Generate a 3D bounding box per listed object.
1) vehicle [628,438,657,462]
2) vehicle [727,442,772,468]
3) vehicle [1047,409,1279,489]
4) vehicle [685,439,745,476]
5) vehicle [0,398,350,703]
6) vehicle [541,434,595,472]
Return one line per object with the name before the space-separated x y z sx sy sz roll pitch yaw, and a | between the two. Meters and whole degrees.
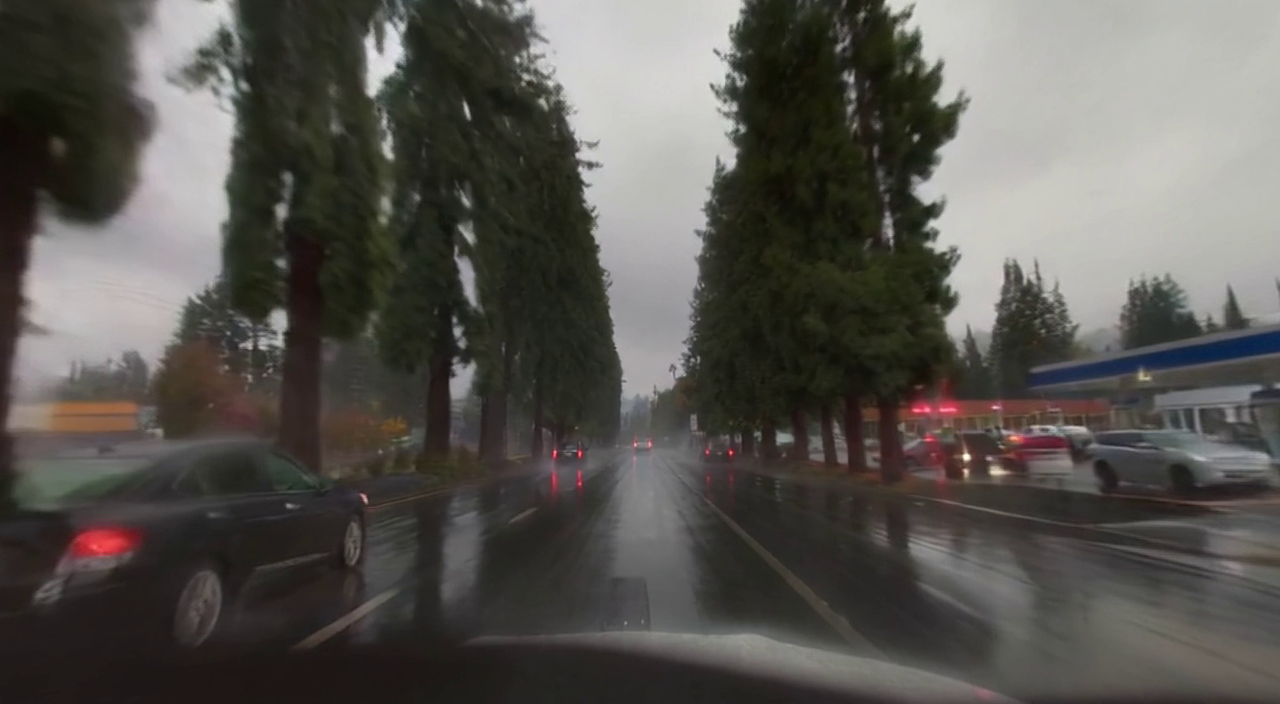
vehicle | 0.175 6.922 44.469 1.922 1.579 3.642 0 -9 1
vehicle | 6.468 6.137 37.798 1.856 1.421 4.357 0 -9 -1
vehicle | 13.906 2.554 16.727 2.097 1.779 4.720 4 -9 -23
vehicle | 3.216 4.632 27.849 2.010 1.486 4.498 0 -9 -1
vehicle | -4.119 1.143 4.047 1.988 1.530 5.155 0 -9 1
vehicle | -3.532 5.053 31.674 2.051 1.747 4.370 0 -9 1
